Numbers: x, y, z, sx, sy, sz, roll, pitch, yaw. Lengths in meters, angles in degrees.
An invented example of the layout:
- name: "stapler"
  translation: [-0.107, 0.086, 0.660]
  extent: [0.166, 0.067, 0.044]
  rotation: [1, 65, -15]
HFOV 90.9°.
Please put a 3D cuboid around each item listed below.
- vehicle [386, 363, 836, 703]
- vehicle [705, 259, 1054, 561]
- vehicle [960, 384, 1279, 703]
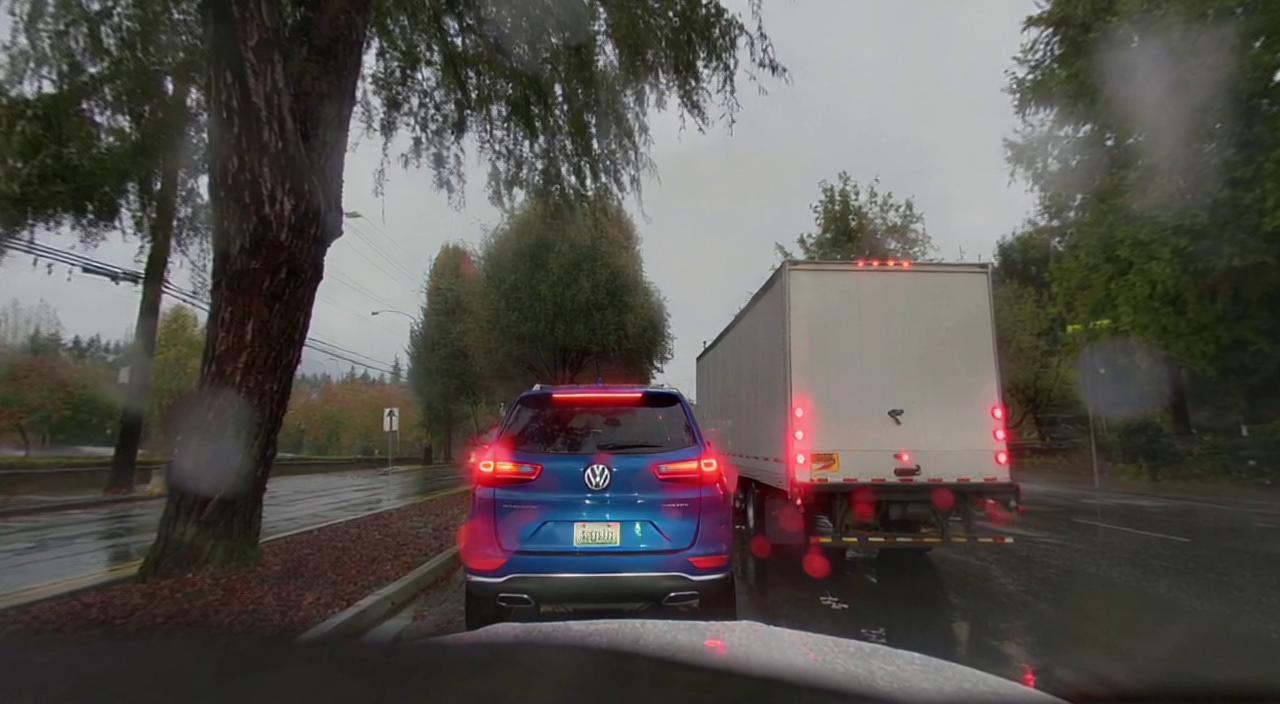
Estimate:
- name: "vehicle"
  translation: [-0.132, 1.228, 5.160]
  extent: [2.114, 1.732, 4.230]
  rotation: [0, -8, 0]
- name: "vehicle"
  translation: [3.226, 1.262, 11.827]
  extent: [2.915, 3.559, 8.848]
  rotation: [0, -8, -1]
- name: "vehicle"
  translation: [2.835, 0.748, 1.197]
  extent: [1.971, 1.484, 4.728]
  rotation: [0, -8, 0]
